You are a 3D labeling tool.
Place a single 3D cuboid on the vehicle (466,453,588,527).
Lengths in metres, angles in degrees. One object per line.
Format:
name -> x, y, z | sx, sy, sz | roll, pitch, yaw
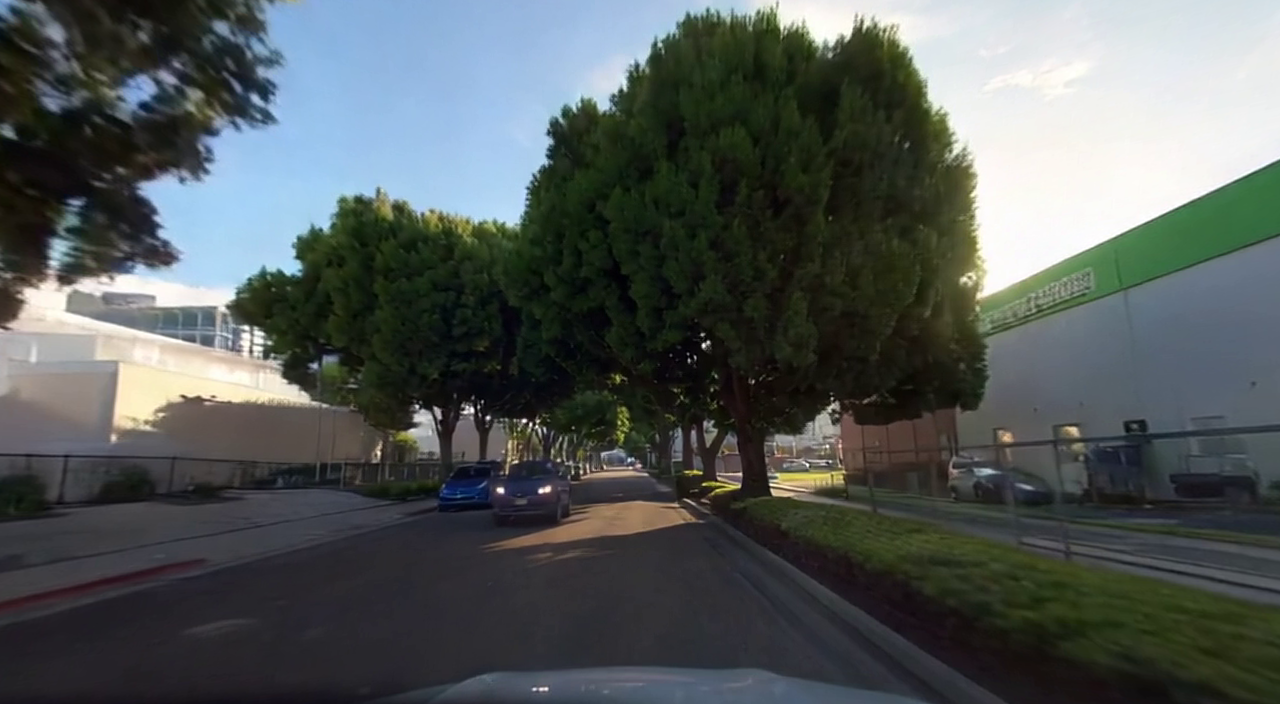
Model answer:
vehicle -> -2.485, 3.223, 15.079 | 1.978, 1.453, 4.314 | 1, -10, 2
